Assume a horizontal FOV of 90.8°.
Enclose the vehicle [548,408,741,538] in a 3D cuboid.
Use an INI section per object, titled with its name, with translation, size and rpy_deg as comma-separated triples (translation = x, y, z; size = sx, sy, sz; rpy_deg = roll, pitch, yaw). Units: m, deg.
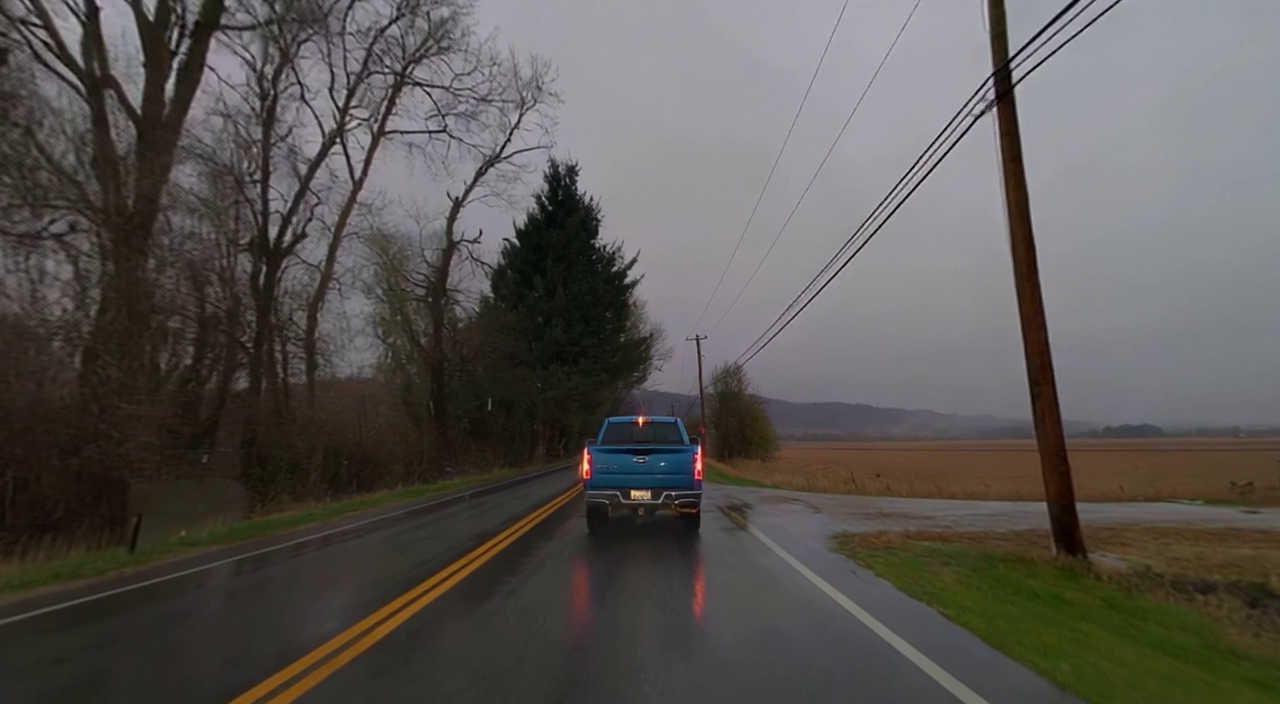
[vehicle]
translation = 0.030, 2.181, 12.111
size = 2.774, 1.861, 5.885
rpy_deg = 0, -8, -1
